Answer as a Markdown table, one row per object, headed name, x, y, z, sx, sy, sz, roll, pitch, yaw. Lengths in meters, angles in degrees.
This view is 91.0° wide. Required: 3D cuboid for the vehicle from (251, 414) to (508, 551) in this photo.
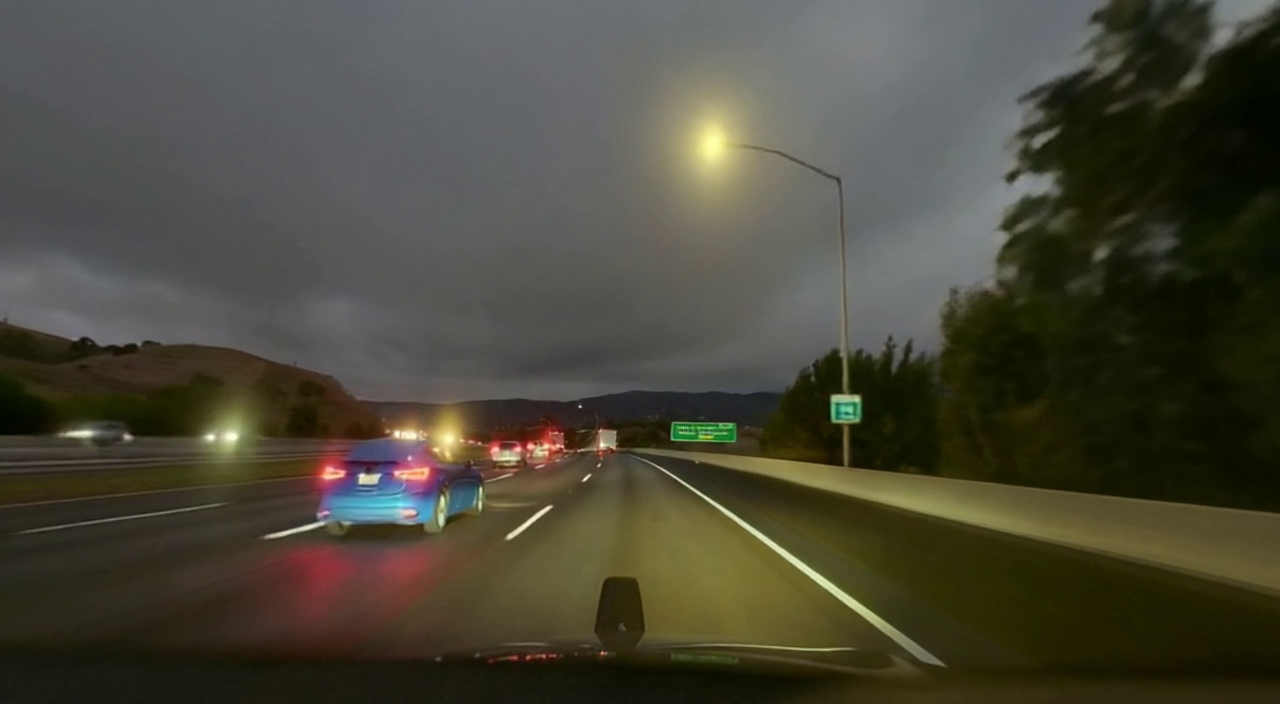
| name | x | y | z | sx | sy | sz | roll | pitch | yaw |
| --- | --- | --- | --- | --- | --- | --- | --- | --- | --- |
| vehicle | -3.770 | 1.999 | 10.313 | 2.180 | 1.685 | 4.668 | 1 | -9 | 0 |
